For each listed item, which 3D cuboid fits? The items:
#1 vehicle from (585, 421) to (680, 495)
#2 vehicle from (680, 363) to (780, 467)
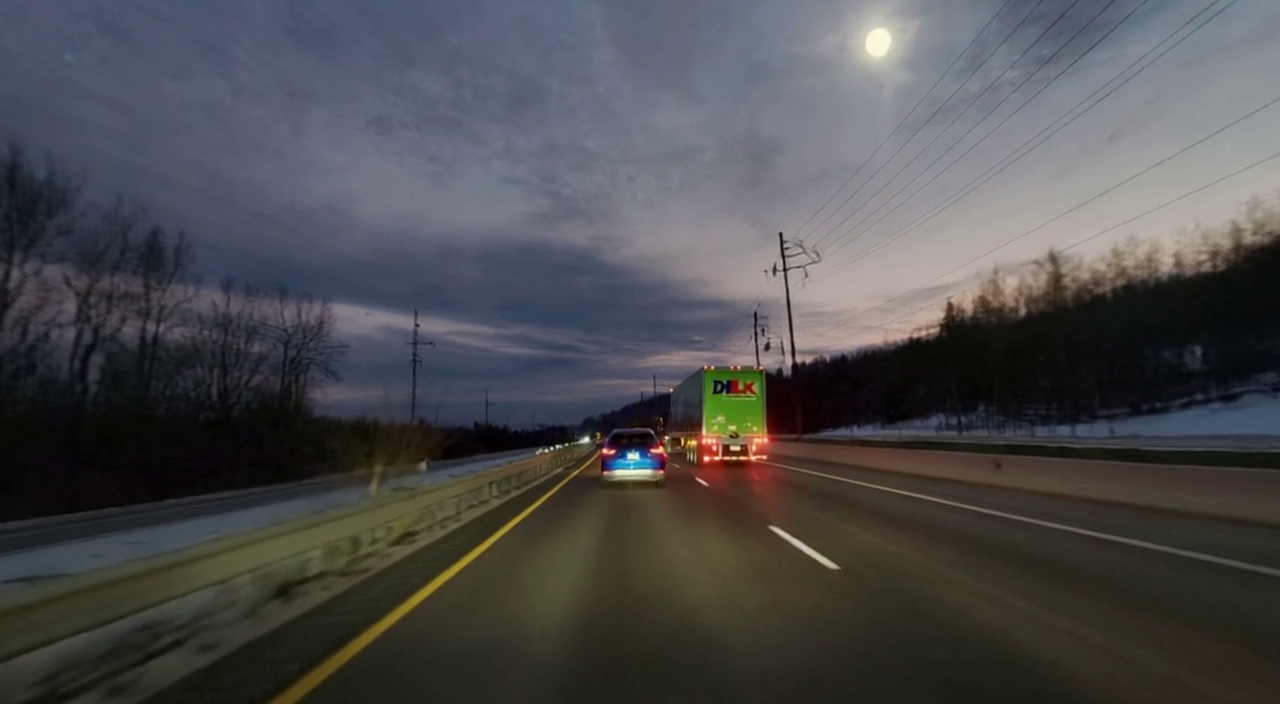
[{"bbox_3d":[-0.223,2.570,15.616,2.062,1.581,3.914,0,-8,-2],"label":"vehicle"},{"bbox_3d":[3.640,2.963,28.027,2.835,3.872,8.916,0,-8,-2],"label":"vehicle"}]
